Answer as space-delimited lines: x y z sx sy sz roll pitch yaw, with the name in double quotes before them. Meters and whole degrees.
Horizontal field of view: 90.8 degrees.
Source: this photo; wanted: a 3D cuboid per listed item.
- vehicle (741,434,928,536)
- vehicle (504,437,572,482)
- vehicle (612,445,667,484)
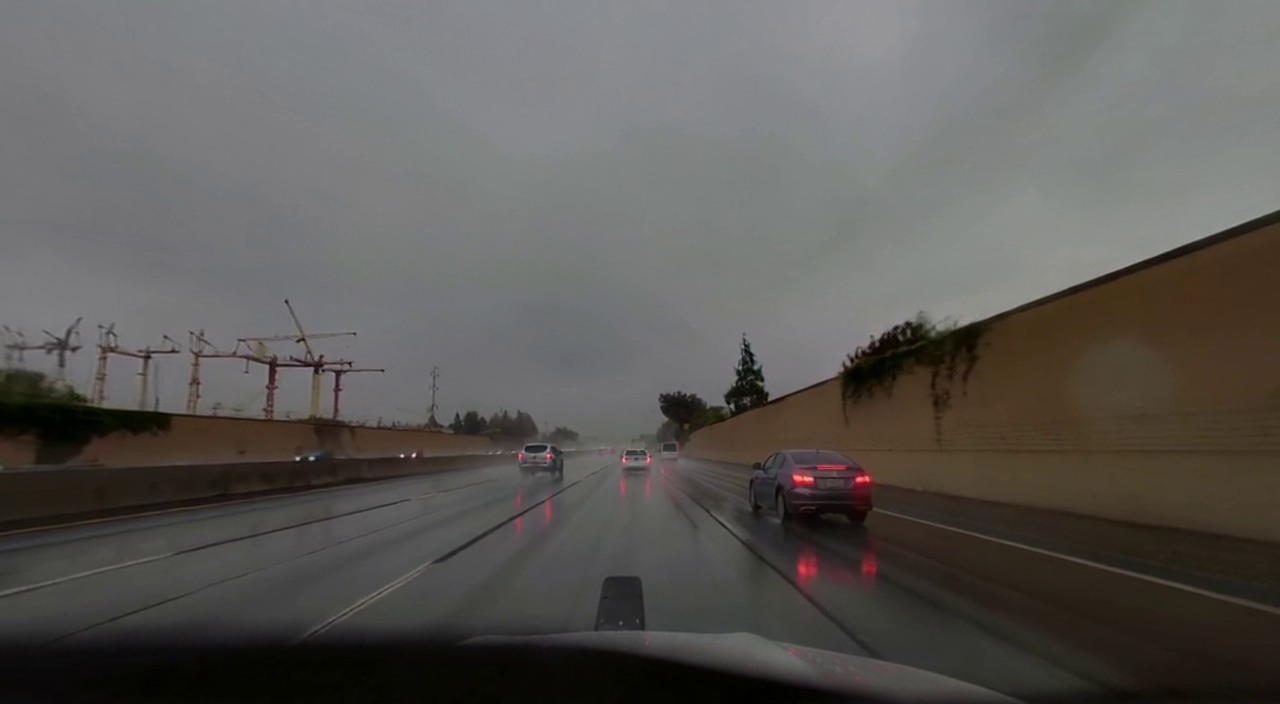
"vehicle" 3.275 2.326 11.748 1.917 1.507 4.540 0 -8 -2
"vehicle" -4.271 4.566 27.124 2.121 1.775 4.335 0 -8 1
"vehicle" -0.047 4.542 25.847 2.045 1.452 4.040 0 -8 -1
